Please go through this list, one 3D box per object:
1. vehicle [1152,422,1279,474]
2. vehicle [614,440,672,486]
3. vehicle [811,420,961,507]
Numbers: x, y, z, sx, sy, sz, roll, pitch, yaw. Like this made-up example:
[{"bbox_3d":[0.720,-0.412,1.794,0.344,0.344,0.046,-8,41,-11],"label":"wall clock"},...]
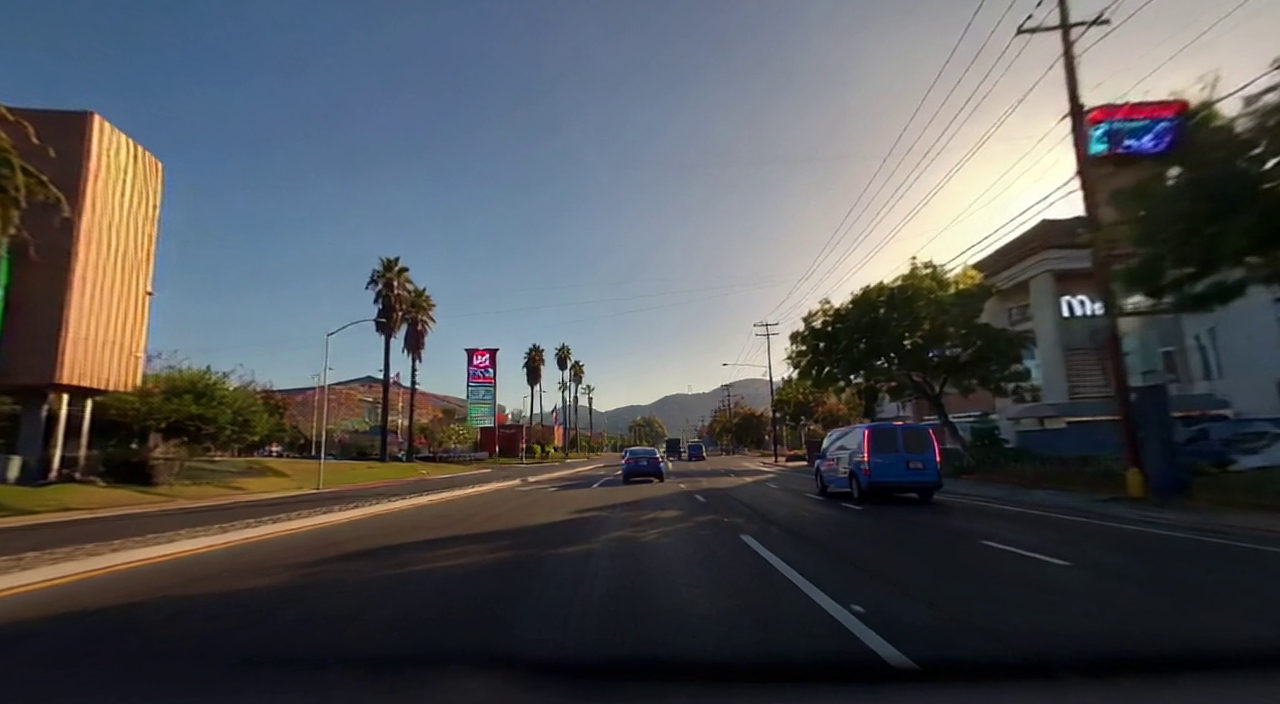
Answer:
[{"bbox_3d":[20.232,3.180,20.832,4.608,1.624,2.063,0,-9,3],"label":"vehicle"},{"bbox_3d":[0.159,4.404,25.236,2.138,1.672,4.168,0,-9,1],"label":"vehicle"},{"bbox_3d":[6.131,2.838,16.409,2.107,1.928,4.471,0,-9,0],"label":"vehicle"}]
